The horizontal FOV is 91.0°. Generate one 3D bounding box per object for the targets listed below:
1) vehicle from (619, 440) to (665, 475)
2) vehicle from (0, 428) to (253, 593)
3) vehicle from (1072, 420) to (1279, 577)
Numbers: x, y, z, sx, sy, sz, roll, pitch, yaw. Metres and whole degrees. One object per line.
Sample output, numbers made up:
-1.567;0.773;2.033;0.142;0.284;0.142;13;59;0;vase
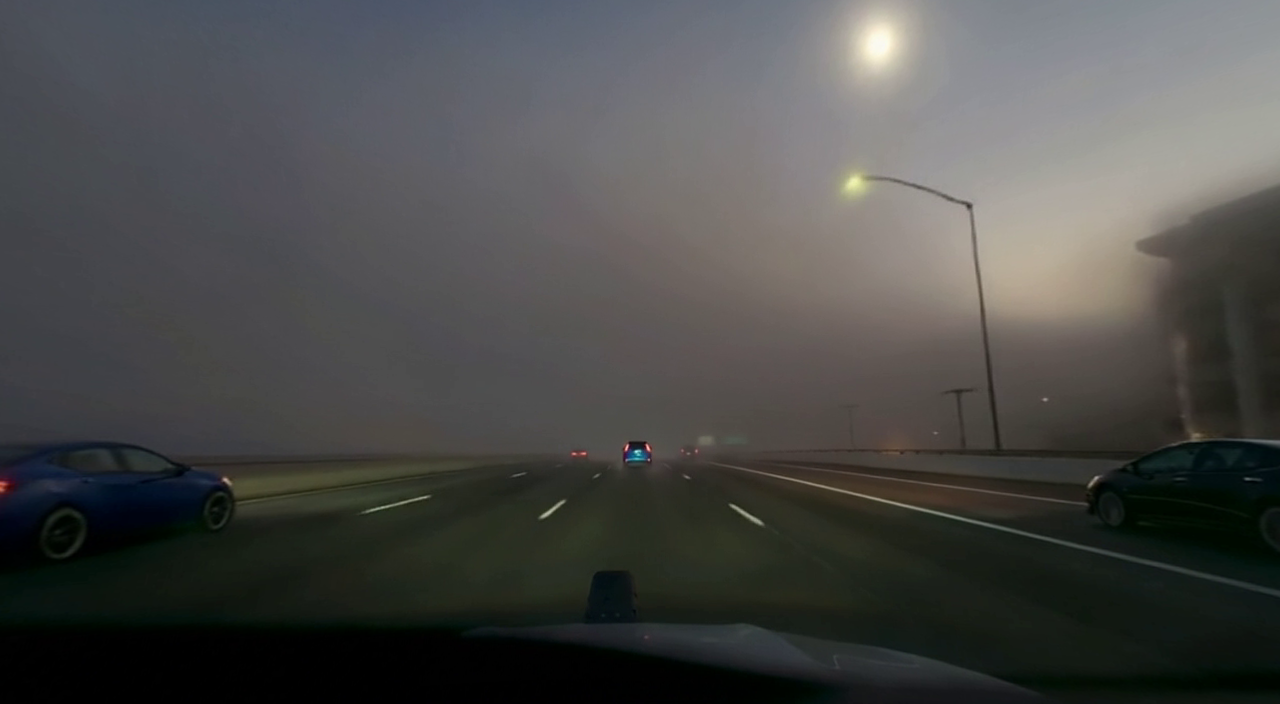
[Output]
0.082;4.966;29.887;2.036;1.542;3.891;0;-8;0;vehicle
-6.755;1.650;7.159;1.978;1.477;4.239;0;-8;0;vehicle
7.114;1.471;6.470;1.937;1.498;4.710;0;-8;-1;vehicle
